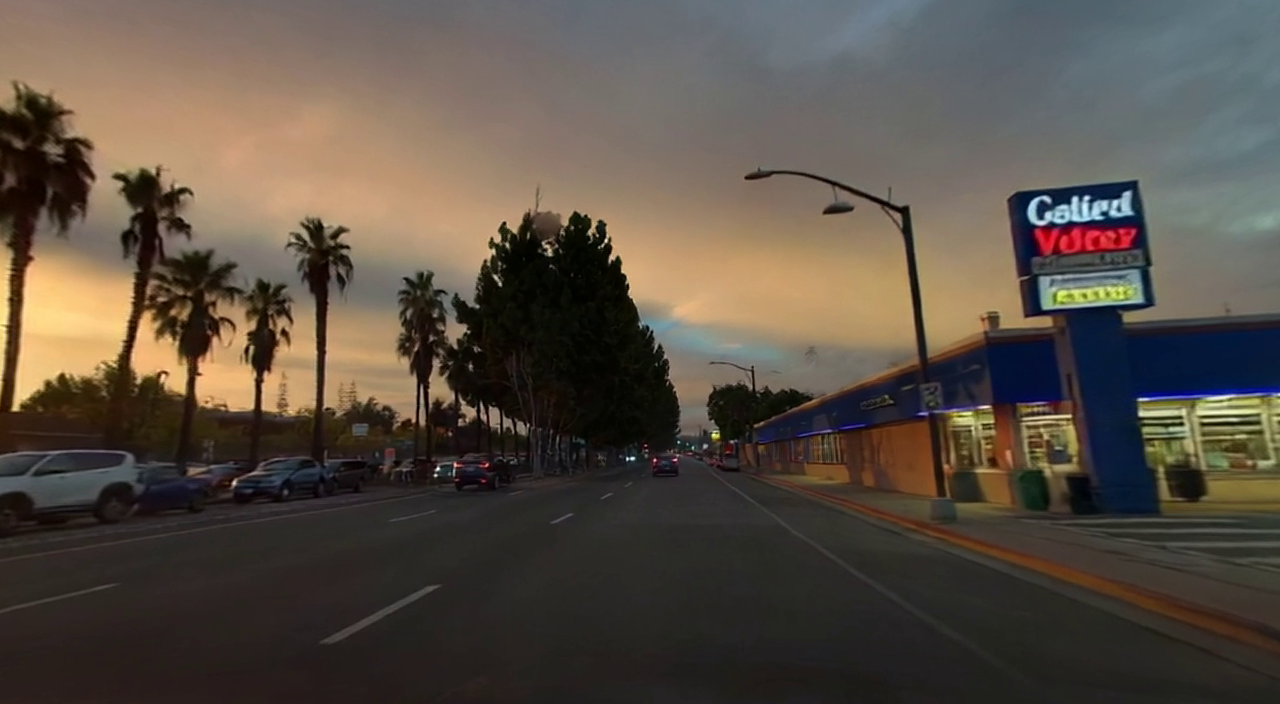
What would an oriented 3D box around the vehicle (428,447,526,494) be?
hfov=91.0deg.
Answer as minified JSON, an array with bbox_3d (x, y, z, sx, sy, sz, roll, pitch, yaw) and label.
[{"bbox_3d":[-5.751,4.228,22.885,2.090,1.520,4.452,0,-9,4],"label":"vehicle"}]

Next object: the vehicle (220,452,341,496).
[{"bbox_3d":[-14.132,4.790,25.133,1.874,1.488,4.612,0,-8,4],"label":"vehicle"}]

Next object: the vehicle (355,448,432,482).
[{"bbox_3d":[-13.780,6.317,35.551,2.034,1.696,4.809,-1,-9,5],"label":"vehicle"}]

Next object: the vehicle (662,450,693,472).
[{"bbox_3d":[2.771,8.043,46.756,2.139,1.461,4.918,0,-8,3],"label":"vehicle"}]
